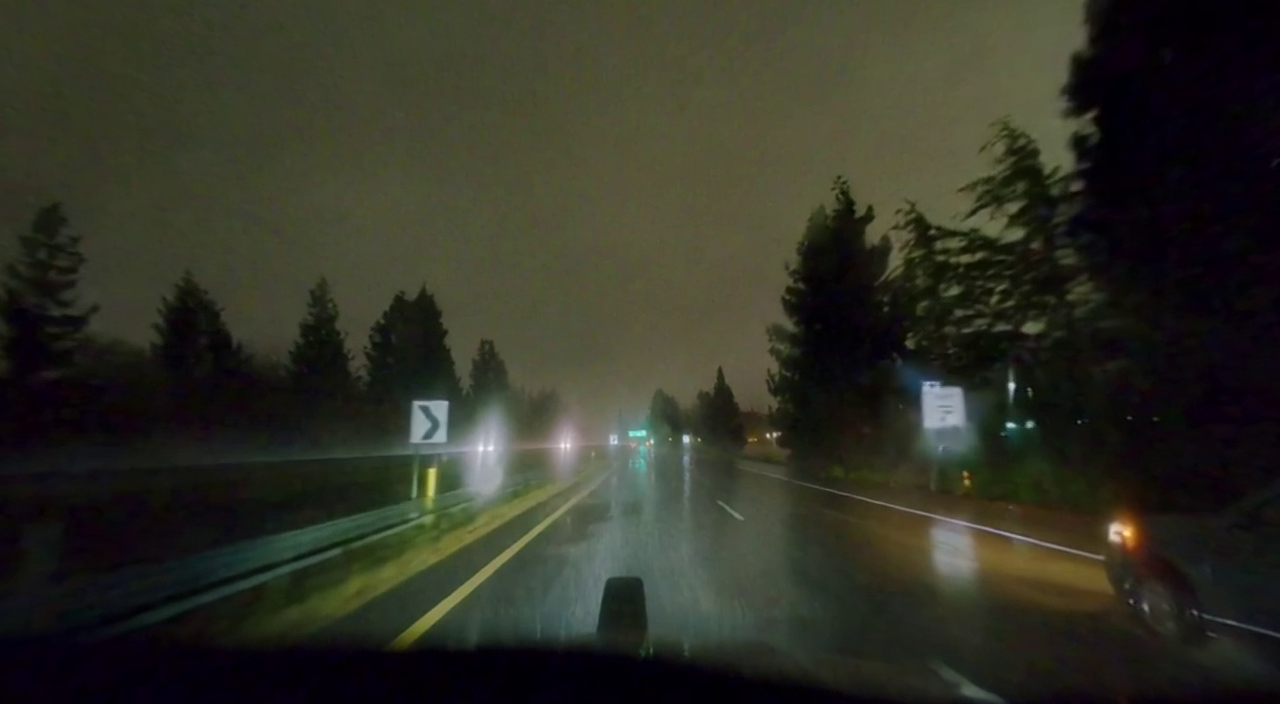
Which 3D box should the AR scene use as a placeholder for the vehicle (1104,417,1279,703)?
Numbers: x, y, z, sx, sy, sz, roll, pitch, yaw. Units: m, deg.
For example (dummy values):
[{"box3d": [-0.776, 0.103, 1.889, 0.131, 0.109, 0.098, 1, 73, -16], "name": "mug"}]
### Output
[{"box3d": [3.580, 0.762, 1.080, 1.959, 1.428, 4.828, 0, -9, 1], "name": "vehicle"}]
